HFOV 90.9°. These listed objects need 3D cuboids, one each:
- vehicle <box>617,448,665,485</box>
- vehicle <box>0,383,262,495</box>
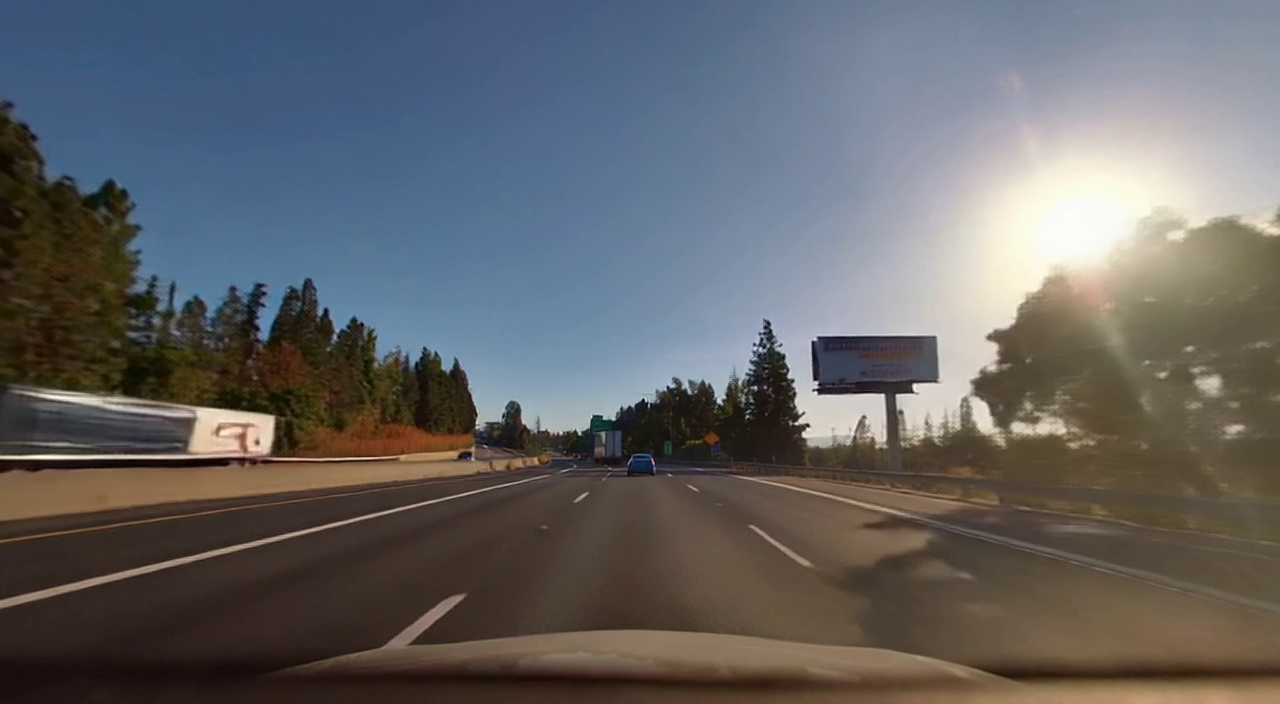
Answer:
[{"bbox_3d":[0.000,5.237,29.191,2.042,1.528,4.300,1,-8,-1],"label":"vehicle"},{"bbox_3d":[-25.220,4.415,31.428,2.862,4.146,16.304,1,-9,-1],"label":"vehicle"}]
